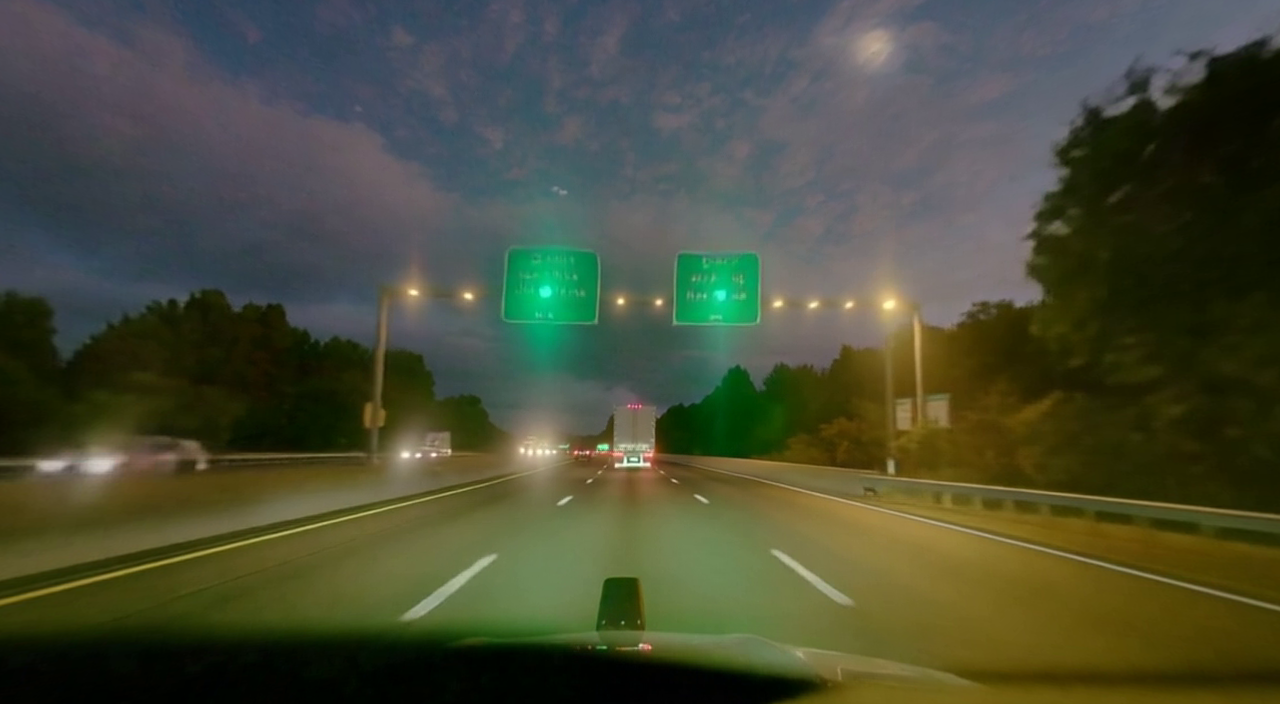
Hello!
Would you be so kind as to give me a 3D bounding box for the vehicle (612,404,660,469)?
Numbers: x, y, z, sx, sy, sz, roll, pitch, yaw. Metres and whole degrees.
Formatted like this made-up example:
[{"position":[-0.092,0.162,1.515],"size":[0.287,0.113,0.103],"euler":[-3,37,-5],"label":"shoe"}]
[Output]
[{"position":[-0.408,5.993,43.952],"size":[2.962,3.953,10.696],"euler":[0,-9,-2],"label":"vehicle"}]
